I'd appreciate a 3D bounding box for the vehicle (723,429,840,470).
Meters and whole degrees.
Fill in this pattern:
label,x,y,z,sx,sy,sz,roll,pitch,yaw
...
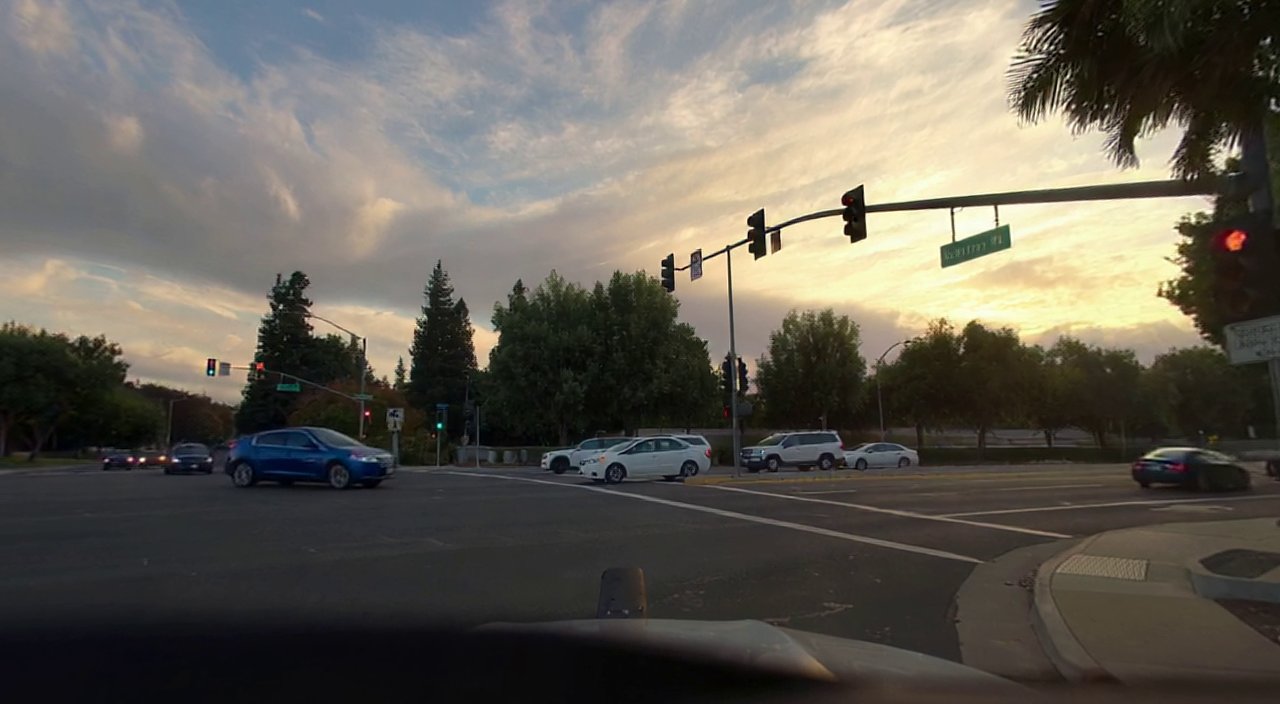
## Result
label,x,y,z,sx,sy,sz,roll,pitch,yaw
vehicle,7.319,5.064,32.541,5.791,1.964,2.199,5,-10,-26

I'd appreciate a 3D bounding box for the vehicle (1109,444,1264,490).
label,x,y,z,sx,sy,sz,roll,pitch,yaw
vehicle,18.736,3.868,21.622,4.686,1.425,2.018,3,-9,-23

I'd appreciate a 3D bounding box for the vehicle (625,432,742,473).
label,x,y,z,sx,sy,sz,roll,pitch,yaw
vehicle,1.800,4.141,26.142,4.483,1.589,1.852,4,-9,-25

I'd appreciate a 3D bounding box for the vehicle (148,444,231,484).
label,x,y,z,sx,sy,sz,roll,pitch,yaw
vehicle,-18.811,4.592,26.208,2.000,1.484,4.826,8,-12,-43

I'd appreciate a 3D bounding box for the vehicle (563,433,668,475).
label,x,y,z,sx,sy,sz,roll,pitch,yaw
vehicle,-1.083,4.579,28.492,4.360,1.749,1.895,4,-10,-28

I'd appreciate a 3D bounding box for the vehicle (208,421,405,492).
label,x,y,z,sx,sy,sz,roll,pitch,yaw
vehicle,-9.841,3.047,18.565,5.332,1.807,2.450,-5,-10,28

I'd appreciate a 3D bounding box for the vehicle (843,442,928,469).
label,x,y,z,sx,sy,sz,roll,pitch,yaw
vehicle,13.829,5.783,35.417,4.457,1.429,1.862,4,-9,-26

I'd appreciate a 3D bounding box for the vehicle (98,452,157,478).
label,x,y,z,sx,sy,sz,roll,pitch,yaw
vehicle,-32.528,7.124,39.941,4.589,1.462,1.953,-7,-11,40
